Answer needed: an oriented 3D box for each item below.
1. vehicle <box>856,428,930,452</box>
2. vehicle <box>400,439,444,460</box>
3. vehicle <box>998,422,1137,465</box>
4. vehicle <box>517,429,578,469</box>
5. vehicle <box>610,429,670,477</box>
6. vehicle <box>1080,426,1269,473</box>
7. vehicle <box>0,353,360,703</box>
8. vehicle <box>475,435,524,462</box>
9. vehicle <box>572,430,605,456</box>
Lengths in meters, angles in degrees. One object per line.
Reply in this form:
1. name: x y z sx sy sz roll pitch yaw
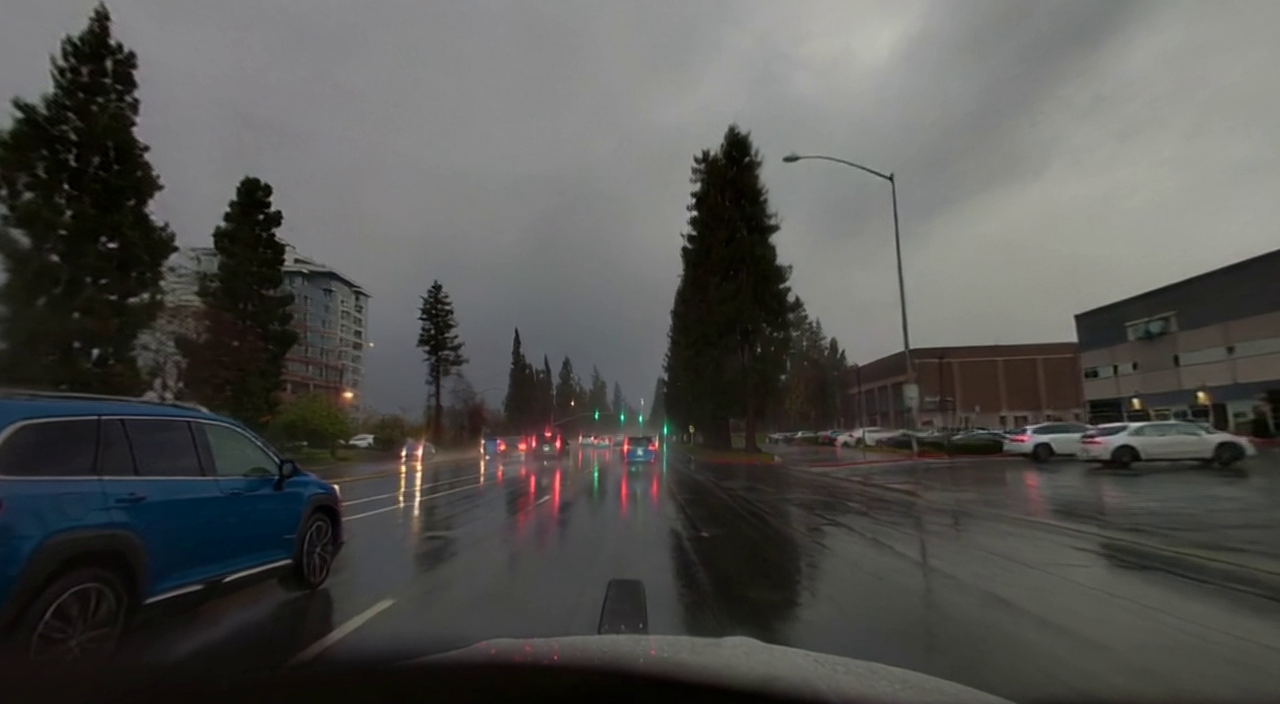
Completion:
1. vehicle: 17.526 6.121 43.651 4.329 1.656 1.873 0 -8 1
2. vehicle: -16.321 7.311 47.114 1.984 1.497 3.816 0 -8 -1
3. vehicle: 17.267 3.719 25.484 4.290 1.664 1.893 1 -8 -3
4. vehicle: -4.228 4.501 29.332 2.113 1.713 4.422 0 -8 1
5. vehicle: -0.006 3.772 23.671 2.042 1.641 4.187 0 -8 0
6. vehicle: 17.504 3.207 20.711 4.460 1.449 1.959 0 -8 -2
7. vehicle: -3.778 1.019 3.964 2.070 1.641 4.152 0 -8 0
8. vehicle: -8.100 5.631 36.652 1.926 1.463 4.450 0 -8 -1
9. vehicle: -3.781 6.759 46.659 2.047 1.810 4.414 0 -8 0
